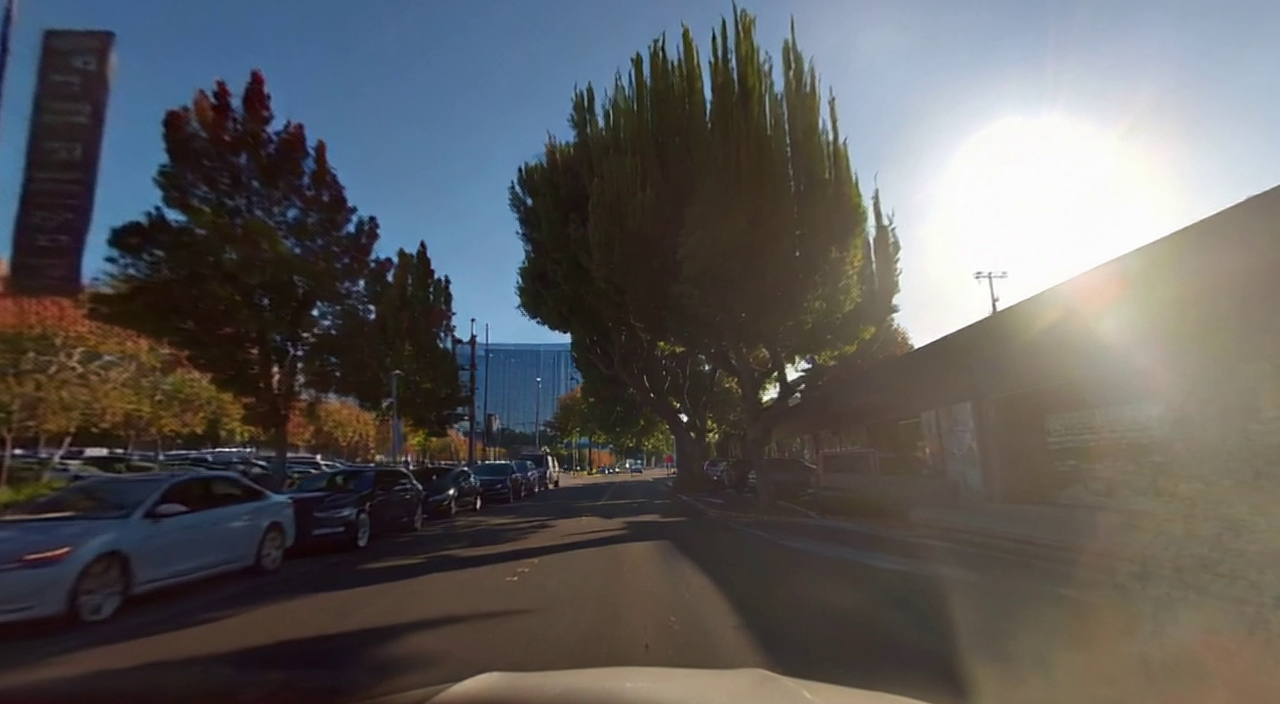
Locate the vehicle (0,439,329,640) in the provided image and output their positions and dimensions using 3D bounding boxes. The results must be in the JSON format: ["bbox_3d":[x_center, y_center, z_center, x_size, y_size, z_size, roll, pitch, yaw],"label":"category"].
[{"bbox_3d":[-5.733,1.952,7.462,1.832,1.623,4.424,1,-11,-1],"label":"vehicle"}]

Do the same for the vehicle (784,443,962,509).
[{"bbox_3d":[6.414,3.476,17.732,4.193,1.665,1.924,1,-11,-1],"label":"vehicle"}]

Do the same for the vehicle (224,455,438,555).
[{"bbox_3d":[-5.664,2.864,12.297,1.939,1.565,4.185,0,-11,2],"label":"vehicle"}]
